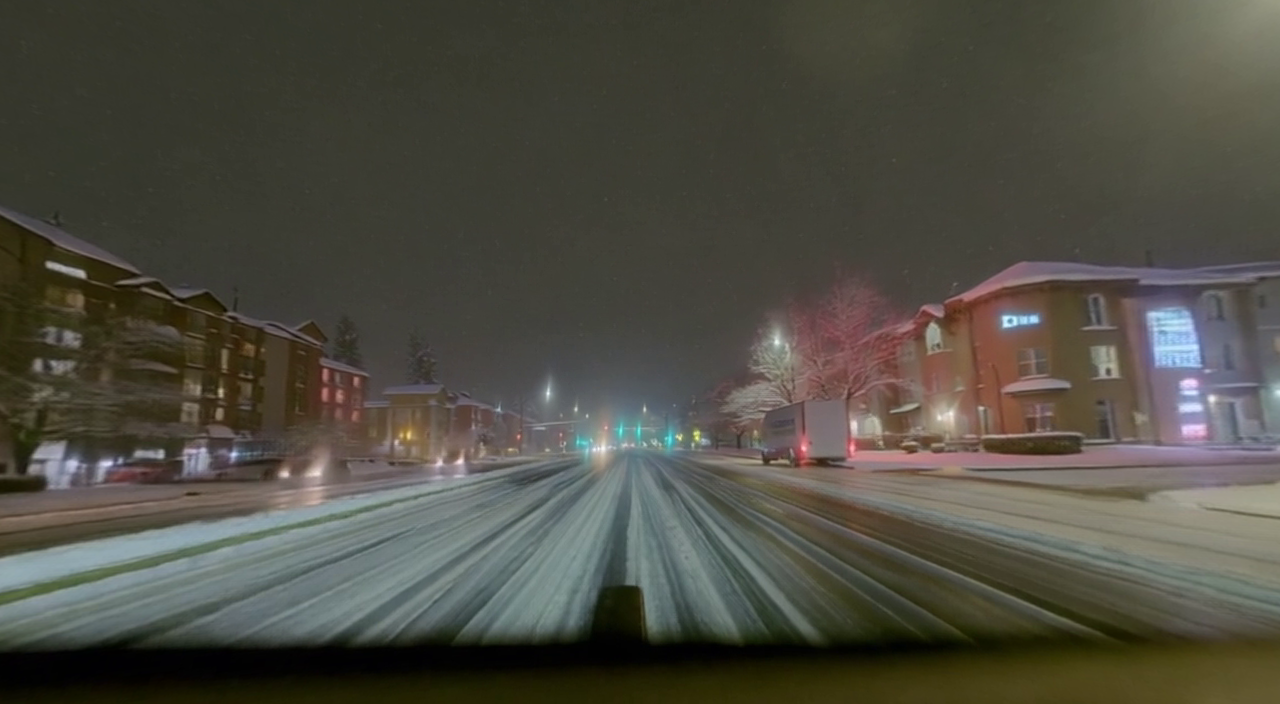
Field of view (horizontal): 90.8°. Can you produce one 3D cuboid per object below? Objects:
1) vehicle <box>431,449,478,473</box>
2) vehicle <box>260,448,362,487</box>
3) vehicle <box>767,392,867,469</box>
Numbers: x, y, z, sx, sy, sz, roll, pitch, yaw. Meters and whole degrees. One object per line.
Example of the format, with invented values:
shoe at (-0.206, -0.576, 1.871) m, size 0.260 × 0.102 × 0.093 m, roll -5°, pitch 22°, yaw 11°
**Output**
vehicle at (-12.437, 7.307, 42.626) m, size 1.901 × 1.465 × 4.604 m, roll 0°, pitch -8°, yaw -2°
vehicle at (-14.693, 5.240, 28.548) m, size 1.841 × 1.543 × 4.680 m, roll -2°, pitch -11°, yaw 4°
vehicle at (9.818, 4.620, 36.297) m, size 3.174 × 3.794 × 9.019 m, roll -1°, pitch -9°, yaw 1°
